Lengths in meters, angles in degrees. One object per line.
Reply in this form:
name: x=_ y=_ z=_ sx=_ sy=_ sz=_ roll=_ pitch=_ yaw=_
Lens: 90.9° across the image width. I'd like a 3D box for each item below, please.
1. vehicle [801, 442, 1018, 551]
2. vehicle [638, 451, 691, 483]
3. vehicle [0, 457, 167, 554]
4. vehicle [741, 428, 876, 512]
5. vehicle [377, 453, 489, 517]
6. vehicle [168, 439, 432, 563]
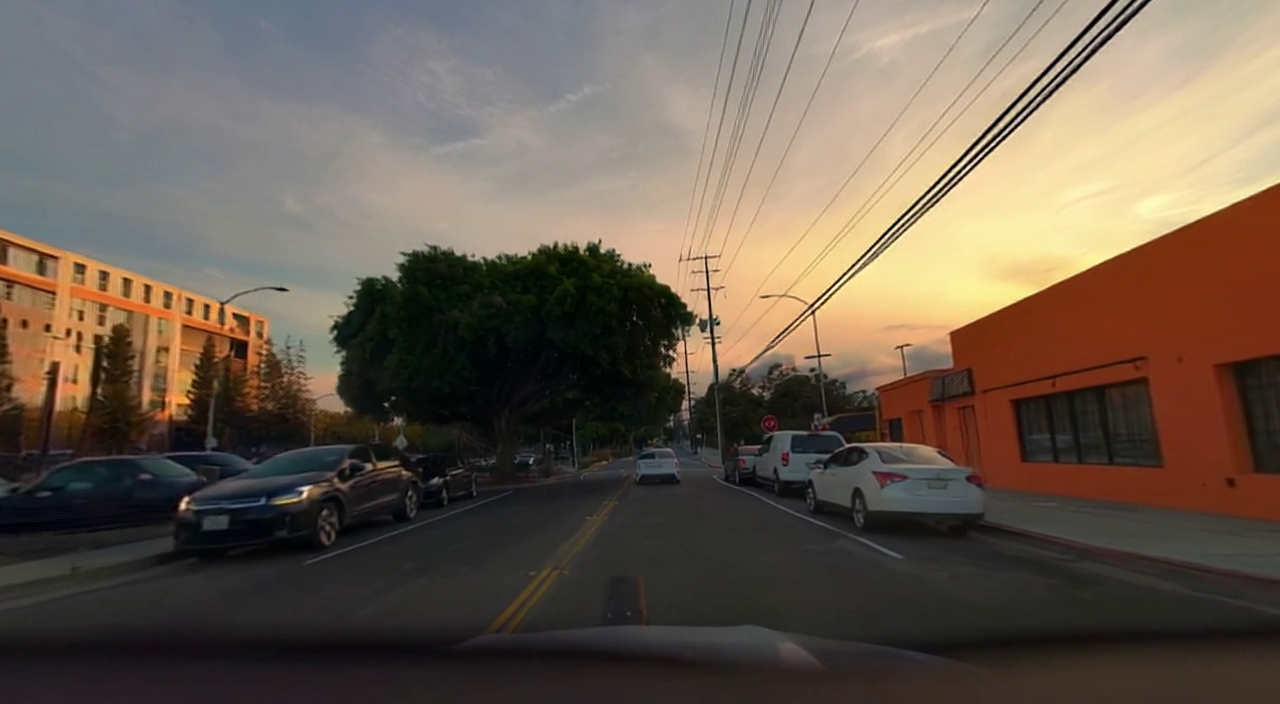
vehicle: x=4.227 y=2.284 z=10.820 sx=1.840 sy=1.452 sz=4.517 roll=0 pitch=-8 yaw=2
vehicle: x=1.374 y=6.080 z=33.662 sx=2.033 sy=1.464 sz=4.645 roll=-2 pitch=-8 yaw=12
vehicle: x=-11.730 y=2.651 z=11.177 sx=4.968 sy=1.493 sz=1.961 roll=0 pitch=-8 yaw=-3
vehicle: x=4.187 y=2.985 z=16.620 sx=2.178 sy=1.856 sz=4.756 roll=1 pitch=-8 yaw=-1
vehicle: x=-5.555 y=3.581 z=17.424 sx=1.820 sy=1.482 sz=3.737 roll=0 pitch=-8 yaw=0
vehicle: x=-5.795 y=2.540 z=11.772 sx=2.146 sy=1.775 sz=5.117 roll=0 pitch=-8 yaw=-1
